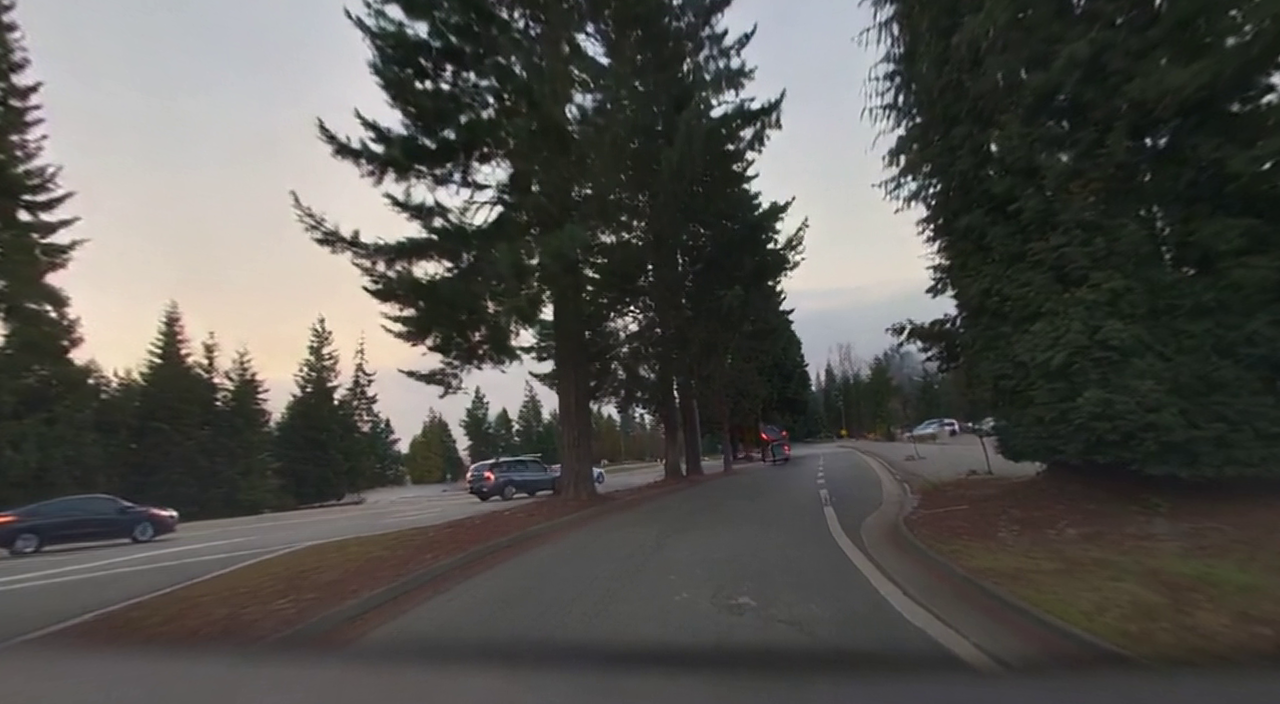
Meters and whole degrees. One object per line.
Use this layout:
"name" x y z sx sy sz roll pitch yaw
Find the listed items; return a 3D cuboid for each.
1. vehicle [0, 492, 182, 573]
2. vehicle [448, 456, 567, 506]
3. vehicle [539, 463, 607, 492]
"vehicle" -14.812 4.504 15.977 1.886 1.535 4.742 -5 -10 29
"vehicle" -5.114 5.046 25.236 2.049 1.699 4.860 -5 -10 27
"vehicle" -3.855 7.292 37.060 1.829 1.470 4.460 -5 -10 26
